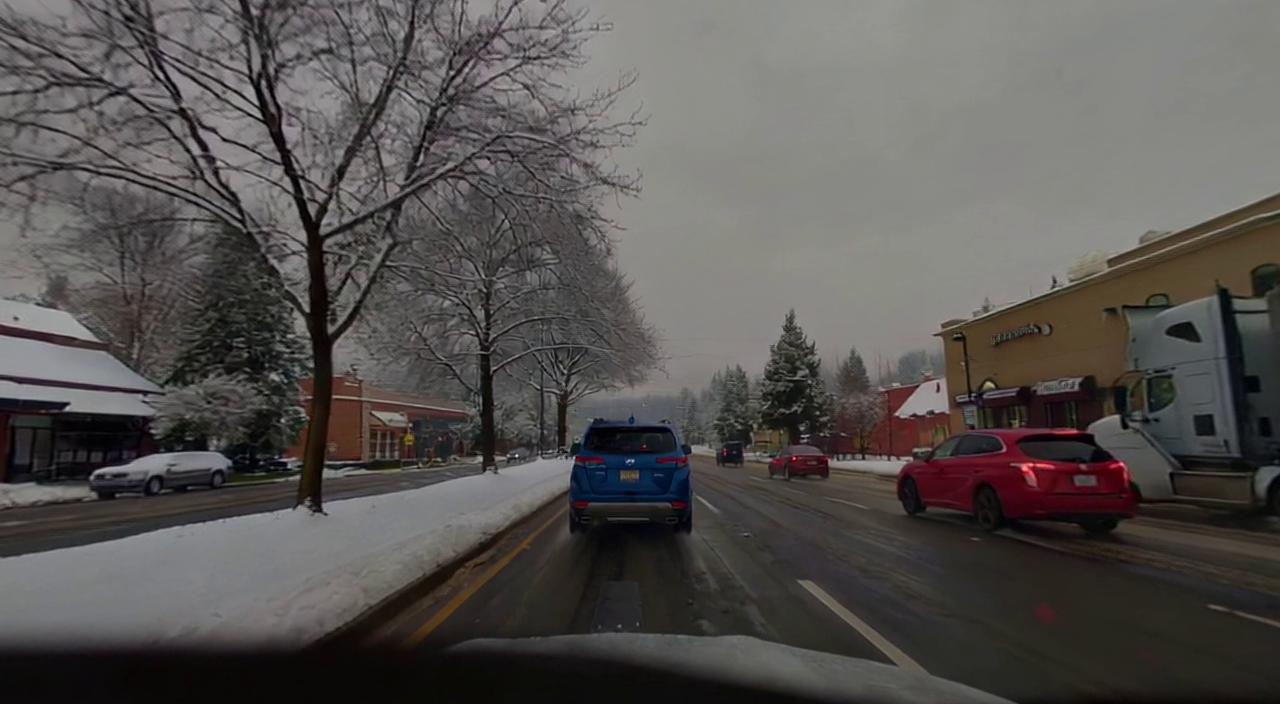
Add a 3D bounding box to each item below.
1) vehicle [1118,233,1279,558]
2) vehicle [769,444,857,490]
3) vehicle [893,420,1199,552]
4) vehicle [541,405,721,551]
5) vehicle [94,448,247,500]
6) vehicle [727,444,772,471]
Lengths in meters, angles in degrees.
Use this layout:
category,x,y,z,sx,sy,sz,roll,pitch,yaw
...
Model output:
category,x,y,z,sx,sy,sz,roll,pitch,yaw
vehicle,9.959,-0.327,2.383,2.879,4.284,17.334,0,-9,0
vehicle,6.401,4.270,23.922,2.035,1.553,4.465,0,-9,0
vehicle,6.188,2.073,10.492,2.056,1.703,4.428,0,-9,-1
vehicle,-0.140,1.943,10.352,2.320,1.880,4.192,0,-9,-1
vehicle,-19.304,4.982,26.404,2.302,1.939,5.221,0,-9,1
vehicle,6.552,6.336,38.170,1.914,1.523,4.287,0,-9,-1
